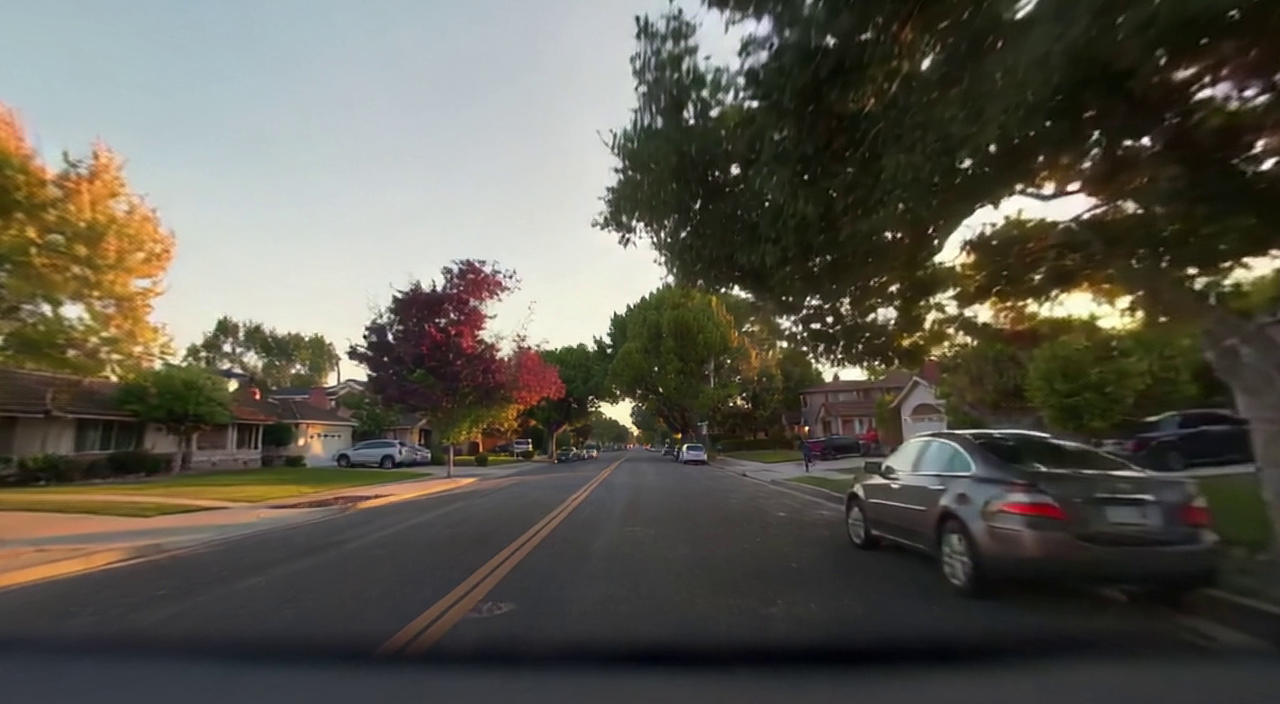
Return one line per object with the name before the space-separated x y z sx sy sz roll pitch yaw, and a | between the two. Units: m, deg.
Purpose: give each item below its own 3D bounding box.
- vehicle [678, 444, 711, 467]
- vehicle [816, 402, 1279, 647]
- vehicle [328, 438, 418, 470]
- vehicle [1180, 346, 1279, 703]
vehicle | 3.815 7.347 44.829 1.917 1.569 4.460 0 -9 -1
vehicle | 3.679 1.533 6.775 2.316 1.695 4.596 0 -8 1
vehicle | -15.387 5.886 36.409 4.320 1.767 1.951 0 -9 3
vehicle | 3.936 0.562 0.590 2.068 1.838 5.278 0 -9 -1
